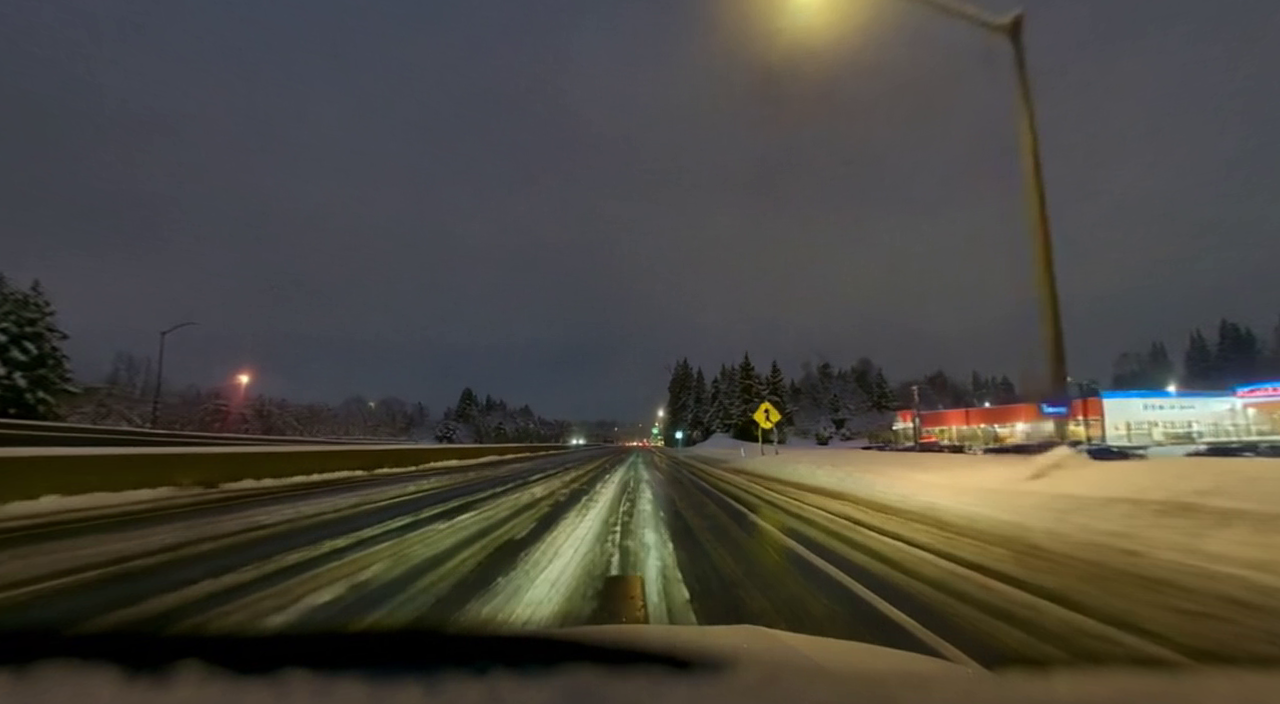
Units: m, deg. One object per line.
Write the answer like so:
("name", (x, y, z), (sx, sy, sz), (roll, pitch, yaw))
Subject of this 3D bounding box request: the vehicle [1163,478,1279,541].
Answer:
("vehicle", (16.342, 4.130, 16.705), (3.313, 1.353, 1.630), (-4, -9, 5))

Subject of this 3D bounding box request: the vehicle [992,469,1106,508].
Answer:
("vehicle", (15.905, 5.318, 24.631), (3.323, 1.358, 1.599), (0, -8, -3))

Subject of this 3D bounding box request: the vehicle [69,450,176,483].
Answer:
("vehicle", (-24.789, 5.478, 30.407), (1.735, 1.428, 4.003), (0, -8, 1))

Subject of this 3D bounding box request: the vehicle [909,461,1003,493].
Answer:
("vehicle", (16.262, 6.461, 32.596), (3.909, 1.410, 1.657), (-1, -7, -1))
